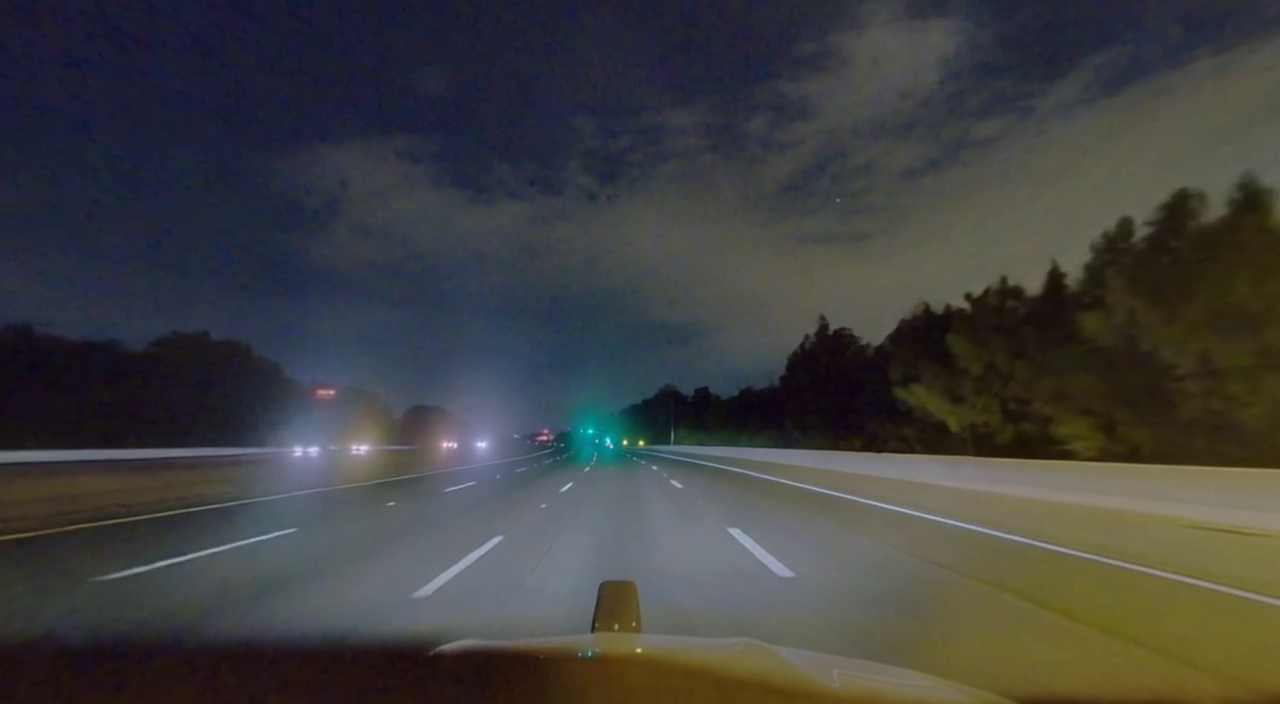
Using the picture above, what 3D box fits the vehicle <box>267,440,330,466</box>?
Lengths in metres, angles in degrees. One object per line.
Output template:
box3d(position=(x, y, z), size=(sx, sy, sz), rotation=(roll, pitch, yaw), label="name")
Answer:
box3d(position=(-24.346, 7.203, 45.275), size=(1.943, 1.528, 4.598), rotation=(3, -6, -1), label="vehicle")
